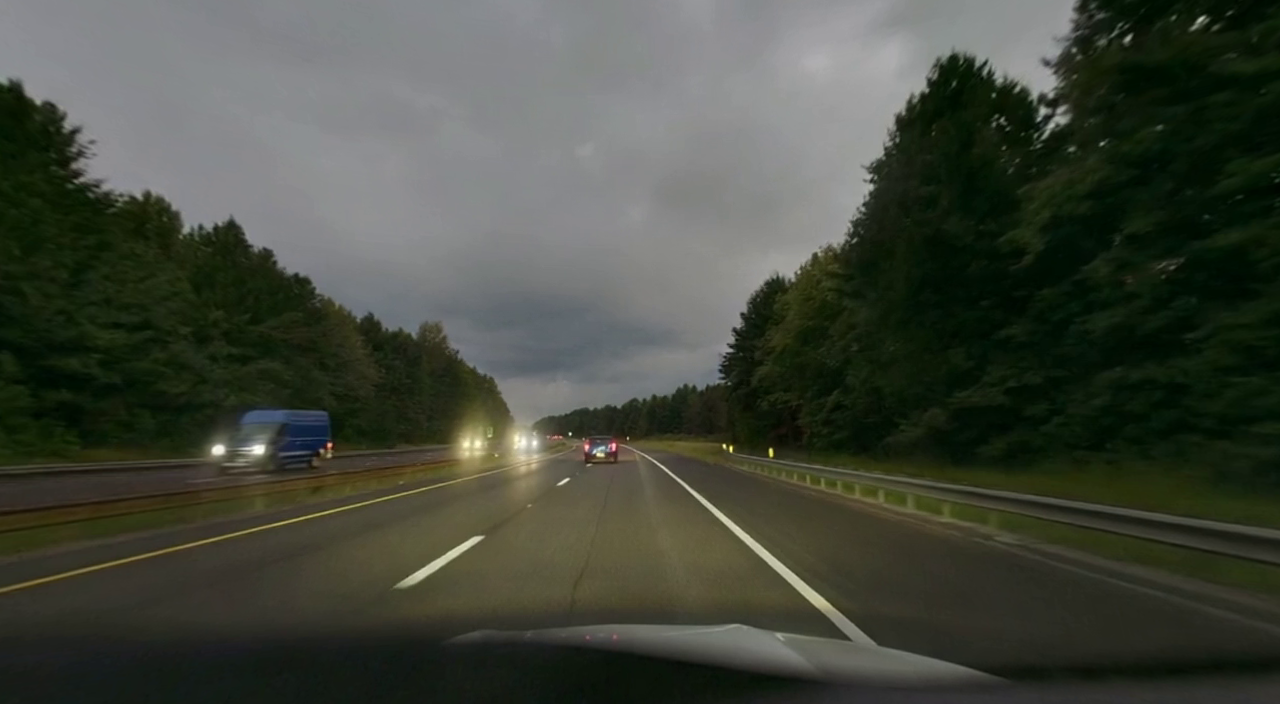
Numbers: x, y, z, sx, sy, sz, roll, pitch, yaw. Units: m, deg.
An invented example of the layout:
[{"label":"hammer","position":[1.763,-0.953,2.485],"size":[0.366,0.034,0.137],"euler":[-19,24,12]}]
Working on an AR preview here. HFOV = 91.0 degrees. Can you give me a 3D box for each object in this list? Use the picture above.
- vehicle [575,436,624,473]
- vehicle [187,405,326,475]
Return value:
[{"label":"vehicle","position":[-1.753,4.563,28.325],"size":[2.004,1.515,3.968],"euler":[0,-8,-1]},{"label":"vehicle","position":[-15.670,3.655,26.228],"size":[2.406,2.571,5.511],"euler":[0,-8,-2]}]
